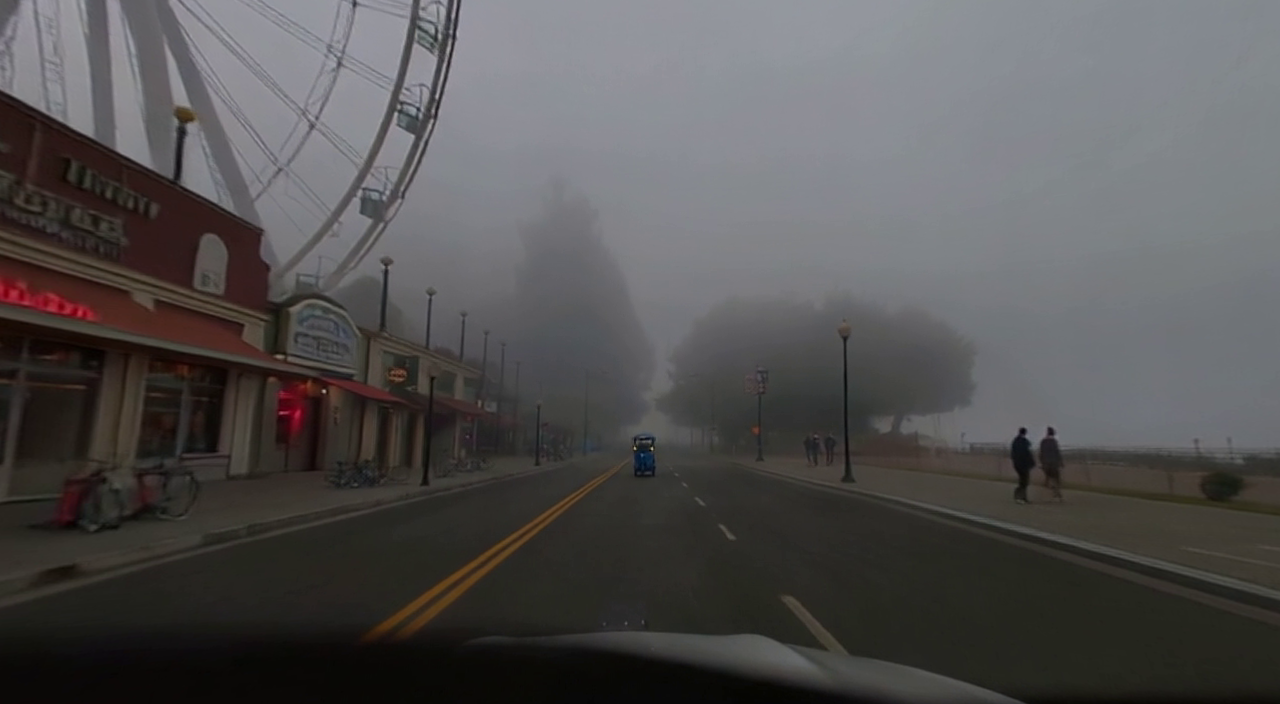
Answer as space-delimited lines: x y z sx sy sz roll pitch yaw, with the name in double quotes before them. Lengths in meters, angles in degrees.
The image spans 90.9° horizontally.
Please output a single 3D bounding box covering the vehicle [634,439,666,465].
"vehicle" 0.684 7.225 45.734 2.221 1.773 4.228 0 -9 0
